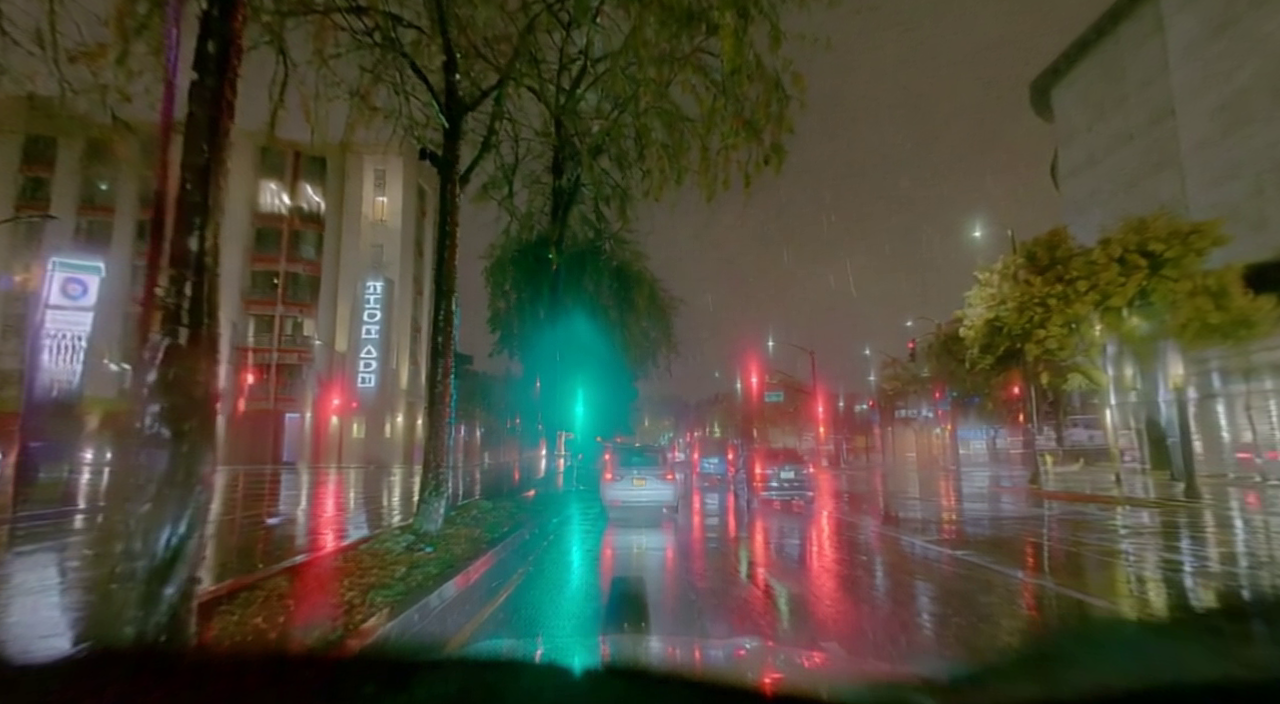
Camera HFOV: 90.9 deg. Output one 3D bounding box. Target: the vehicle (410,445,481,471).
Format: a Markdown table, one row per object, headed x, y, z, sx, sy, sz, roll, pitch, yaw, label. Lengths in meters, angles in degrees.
| x | y | z | sx | sy | sz | roll | pitch | yaw | label |
| --- | --- | --- | --- | --- | --- | --- | --- | --- | --- |
| -14.349 | 7.821 | 46.841 | 2.098 | 1.748 | 5.353 | -4 | -9 | 22 | vehicle |

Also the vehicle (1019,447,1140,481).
| x | y | z | sx | sy | sz | roll | pitch | yaw | label |
| --- | --- | --- | --- | --- | --- | --- | --- | --- | --- |
| 22.360 | 5.699 | 32.192 | 4.610 | 1.622 | 1.934 | -1 | -8 | 4 | vehicle |

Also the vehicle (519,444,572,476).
| x | y | z | sx | sy | sz | roll | pitch | yaw | label |
| --- | --- | --- | --- | --- | --- | --- | --- | --- | --- |
| -5.324 | 6.121 | 36.103 | 2.192 | 1.708 | 4.291 | -1 | -8 | 2 | vehicle |

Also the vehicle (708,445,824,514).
| x | y | z | sx | sy | sz | roll | pitch | yaw | label |
| --- | --- | --- | --- | --- | --- | --- | --- | --- | --- |
| 2.935 | 3.058 | 15.664 | 1.893 | 1.446 | 4.270 | 0 | -8 | -1 | vehicle |

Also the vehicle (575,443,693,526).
| x | y | z | sx | sy | sz | roll | pitch | yaw | label |
| --- | --- | --- | --- | --- | --- | --- | --- | --- | --- |
| -0.135 | 2.681 | 13.373 | 2.087 | 1.456 | 4.143 | 0 | -8 | -1 | vehicle |
